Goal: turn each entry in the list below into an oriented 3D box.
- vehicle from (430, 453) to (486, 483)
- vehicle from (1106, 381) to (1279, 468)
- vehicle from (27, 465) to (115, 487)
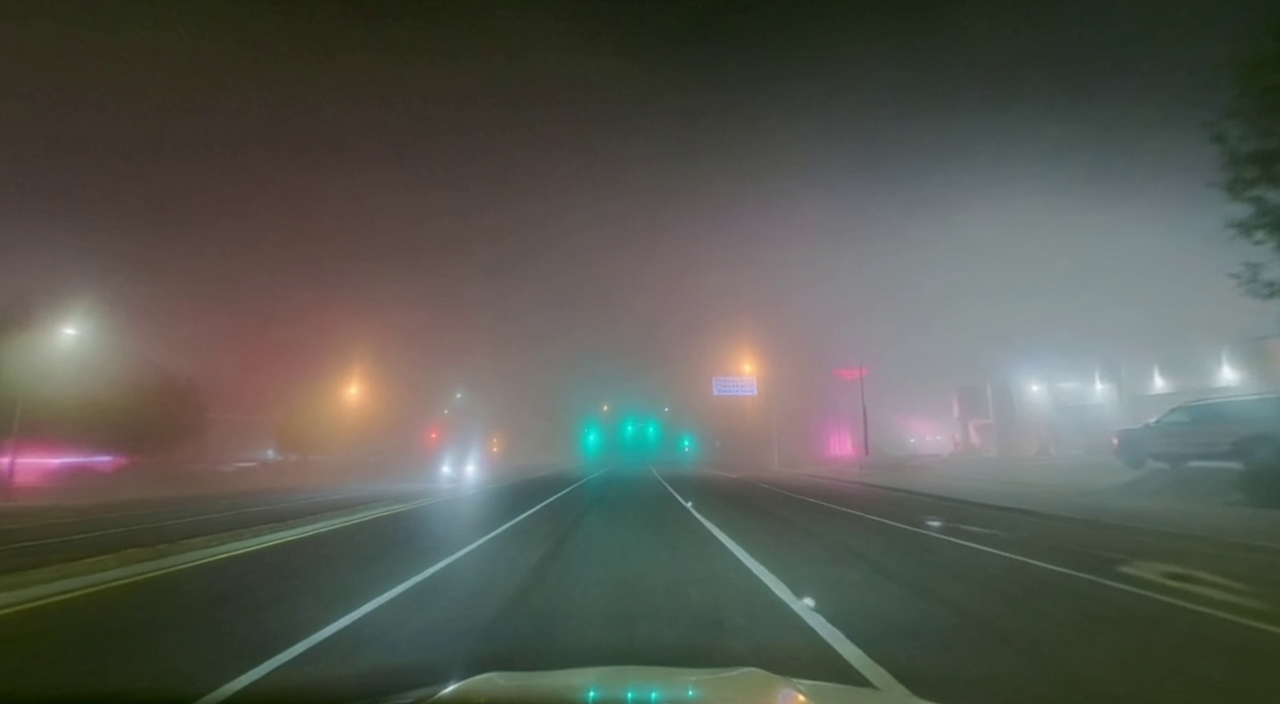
[{"bbox_3d":[-10.158,6.476,35.601,1.893,1.525,4.237,0,-8,0],"label":"vehicle"},{"bbox_3d":[16.499,2.091,17.555,2.228,2.098,5.872,0,-8,-5],"label":"vehicle"},{"bbox_3d":[-43.124,9.419,47.915,4.690,1.508,2.000,0,-8,0],"label":"vehicle"}]
